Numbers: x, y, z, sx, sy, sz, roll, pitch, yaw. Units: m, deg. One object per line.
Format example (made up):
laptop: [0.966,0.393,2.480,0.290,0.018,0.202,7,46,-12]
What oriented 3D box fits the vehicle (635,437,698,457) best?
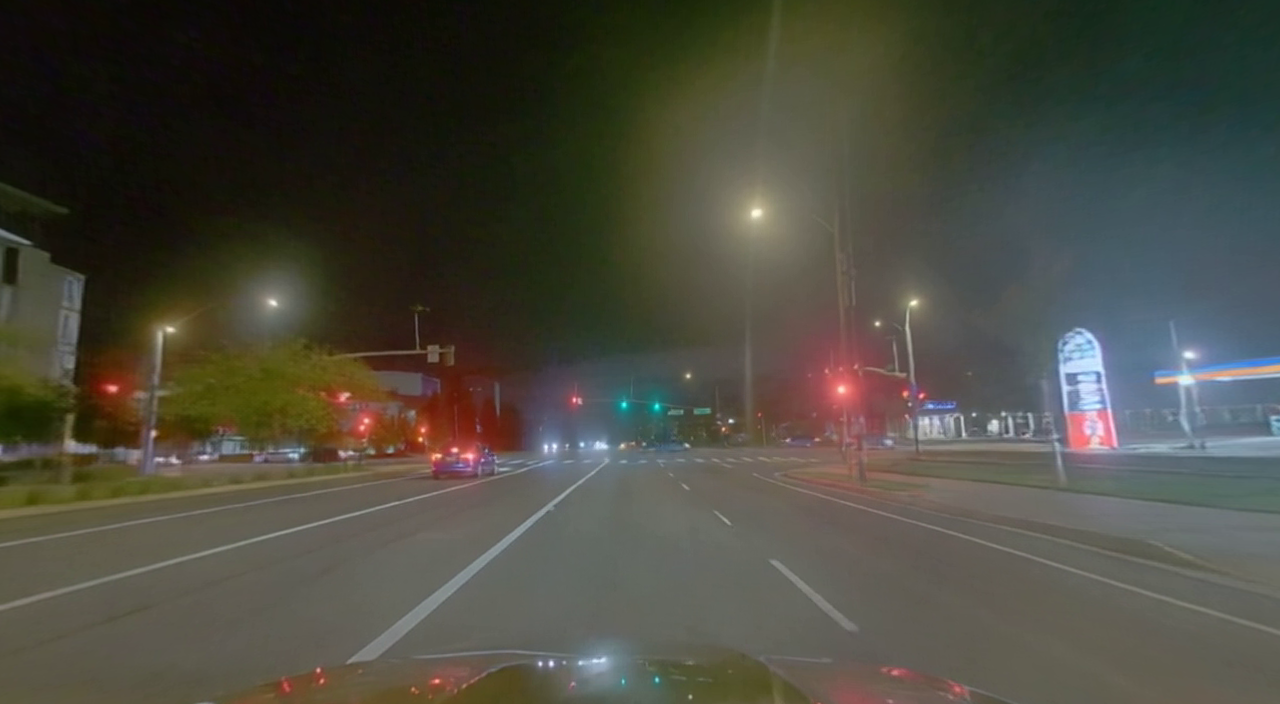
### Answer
vehicle: [2.104,7.470,49.575,4.885,1.503,1.845,-1,-8,3]

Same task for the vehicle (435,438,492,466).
vehicle: [-10.166,5.786,36.606,1.899,1.460,4.880,0,-8,0]
